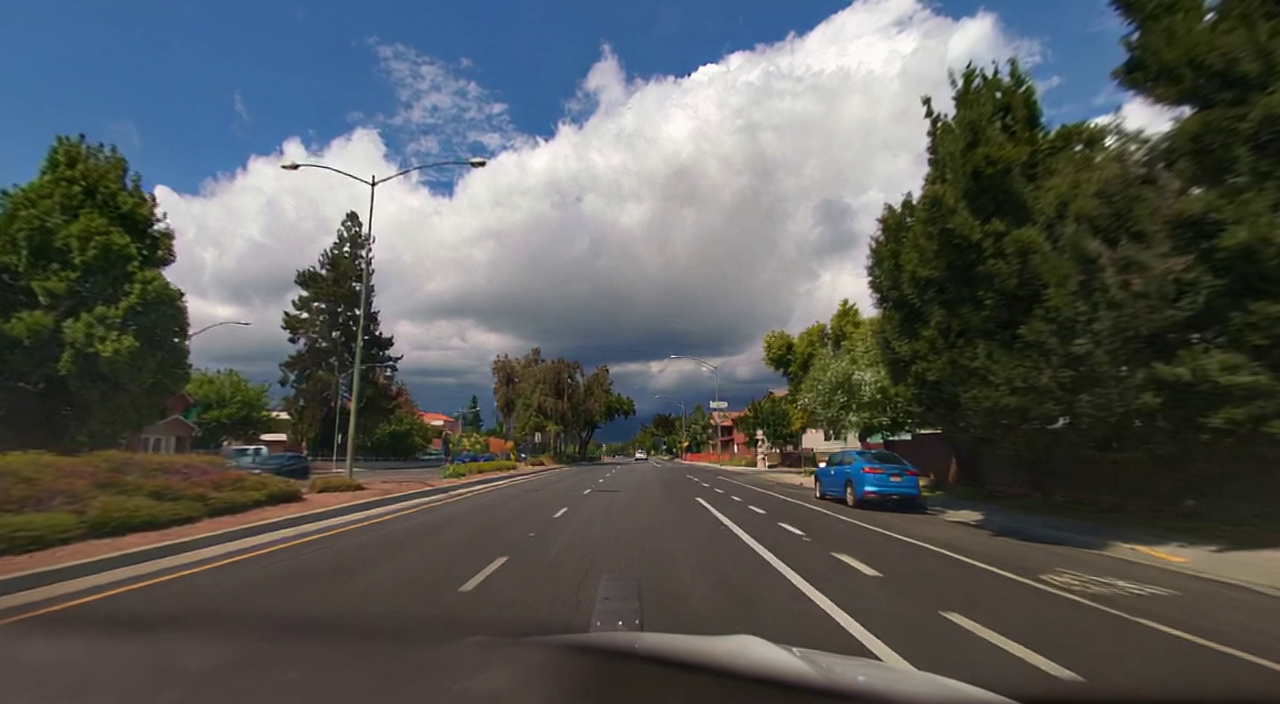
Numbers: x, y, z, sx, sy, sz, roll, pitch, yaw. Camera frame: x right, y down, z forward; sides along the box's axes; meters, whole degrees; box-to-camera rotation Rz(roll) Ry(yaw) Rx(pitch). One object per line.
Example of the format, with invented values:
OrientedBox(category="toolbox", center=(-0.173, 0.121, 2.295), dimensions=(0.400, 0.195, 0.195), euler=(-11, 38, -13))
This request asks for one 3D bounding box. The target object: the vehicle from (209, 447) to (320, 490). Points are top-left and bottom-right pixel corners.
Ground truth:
OrientedBox(category="vehicle", center=(-16.415, 5.066, 27.976), dimensions=(2.060, 1.721, 4.479), euler=(0, -9, 1))

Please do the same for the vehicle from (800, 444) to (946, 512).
OrientedBox(category="vehicle", center=(5.885, 3.214, 16.653), dimensions=(2.041, 1.519, 4.481), euler=(0, -9, -1))
